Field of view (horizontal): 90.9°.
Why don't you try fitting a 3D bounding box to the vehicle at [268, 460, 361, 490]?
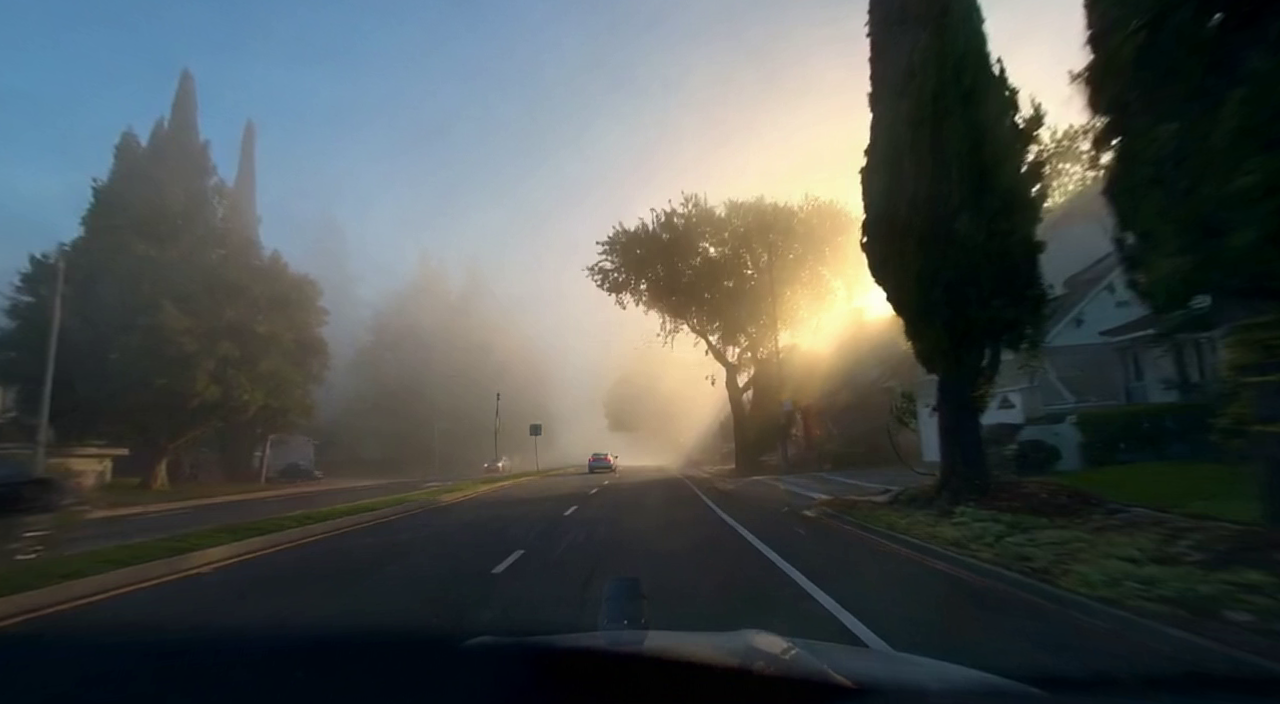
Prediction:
[{"bbox_3d":[-19.538,7.374,37.956,4.553,1.681,1.931,-1,-8,3],"label":"vehicle"}]
